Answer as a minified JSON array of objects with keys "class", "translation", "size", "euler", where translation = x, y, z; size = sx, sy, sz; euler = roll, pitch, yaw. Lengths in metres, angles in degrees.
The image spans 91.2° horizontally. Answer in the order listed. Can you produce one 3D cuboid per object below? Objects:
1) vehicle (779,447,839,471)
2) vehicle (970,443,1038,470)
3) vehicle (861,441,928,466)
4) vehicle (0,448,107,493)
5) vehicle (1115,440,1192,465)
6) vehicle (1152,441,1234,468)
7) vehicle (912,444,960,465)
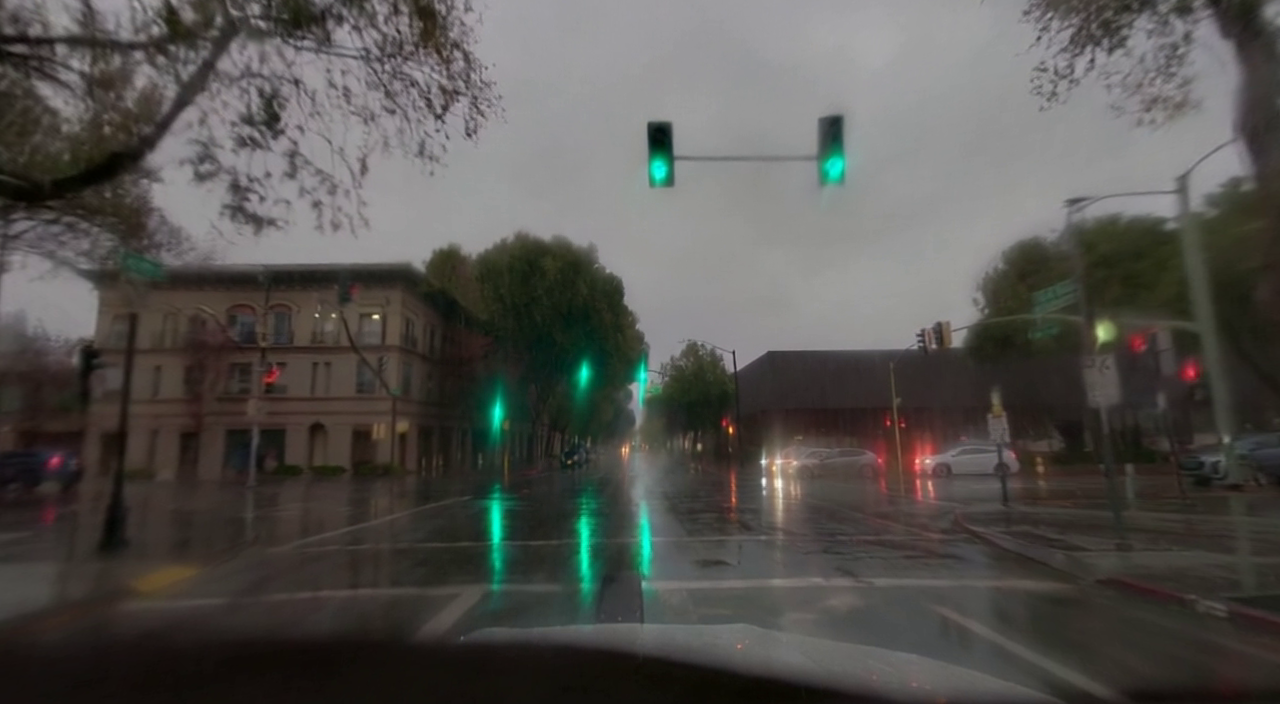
[{"class":"vehicle","translation":[11.130,7.011,41.220],"size":[1.955,1.508,4.295],"euler":[-9,-12,42]},{"class":"vehicle","translation":[20.949,5.993,36.243],"size":[1.851,1.388,3.475],"euler":[0,-7,1]},{"class":"vehicle","translation":[16.949,6.760,41.643],"size":[4.522,1.546,1.941],"euler":[6,-11,-35]},{"class":"vehicle","translation":[-22.824,4.370,23.237],"size":[4.362,1.593,1.936],"euler":[-1,-9,2]},{"class":"vehicle","translation":[29.078,5.688,35.591],"size":[1.591,1.332,3.202],"euler":[-2,-8,0]},{"class":"vehicle","translation":[31.448,5.826,35.762],"size":[1.612,1.402,3.320],"euler":[-1,-9,0]},{"class":"vehicle","translation":[21.844,7.598,46.397],"size":[1.923,1.463,3.758],"euler":[-1,-9,3]}]
